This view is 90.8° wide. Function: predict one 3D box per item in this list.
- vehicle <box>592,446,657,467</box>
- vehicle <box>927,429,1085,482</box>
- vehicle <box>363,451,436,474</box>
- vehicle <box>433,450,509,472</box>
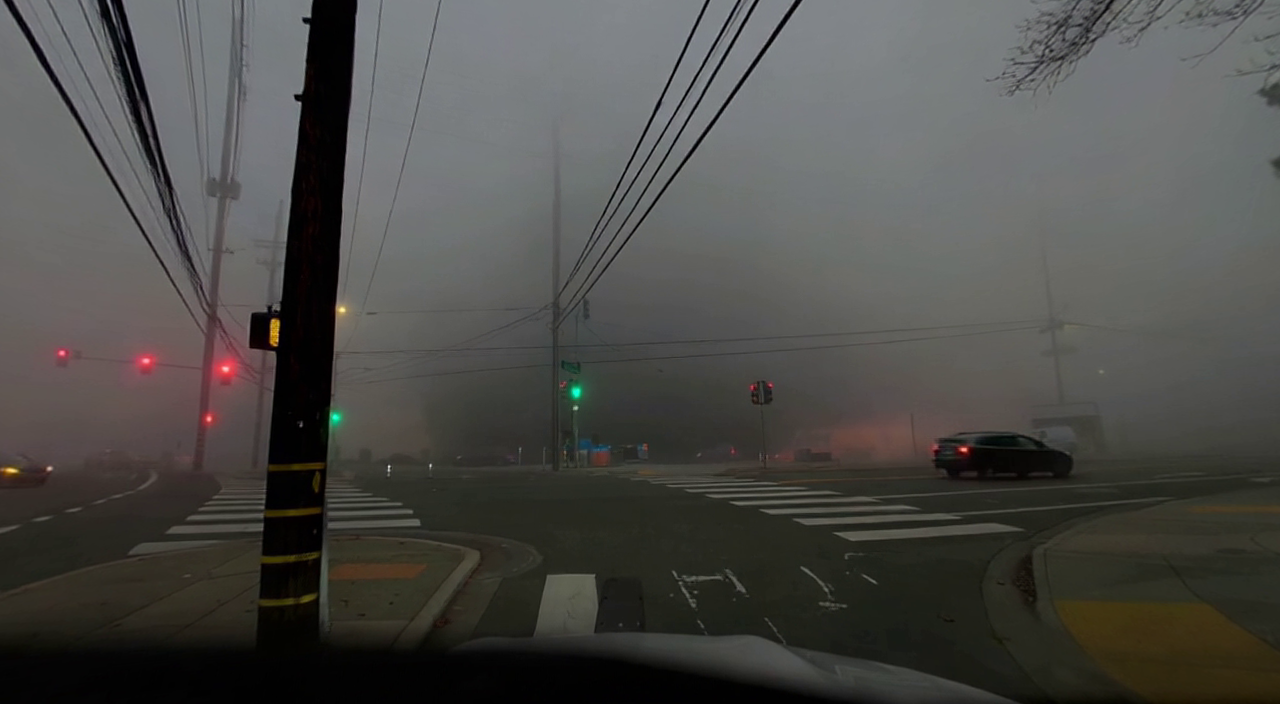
[{"bbox_3d":[-1.145,7.551,45.814,4.391,1.451,1.717,4,-9,-26],"label":"vehicle"},{"bbox_3d":[12.409,3.493,21.492,4.530,1.648,2.075,3,-9,-19],"label":"vehicle"},{"bbox_3d":[-17.177,7.855,45.117,4.623,1.471,1.805,4,-9,-25],"label":"vehicle"},{"bbox_3d":[-11.802,7.560,44.133,4.837,1.407,1.818,4,-9,-26],"label":"vehicle"}]
